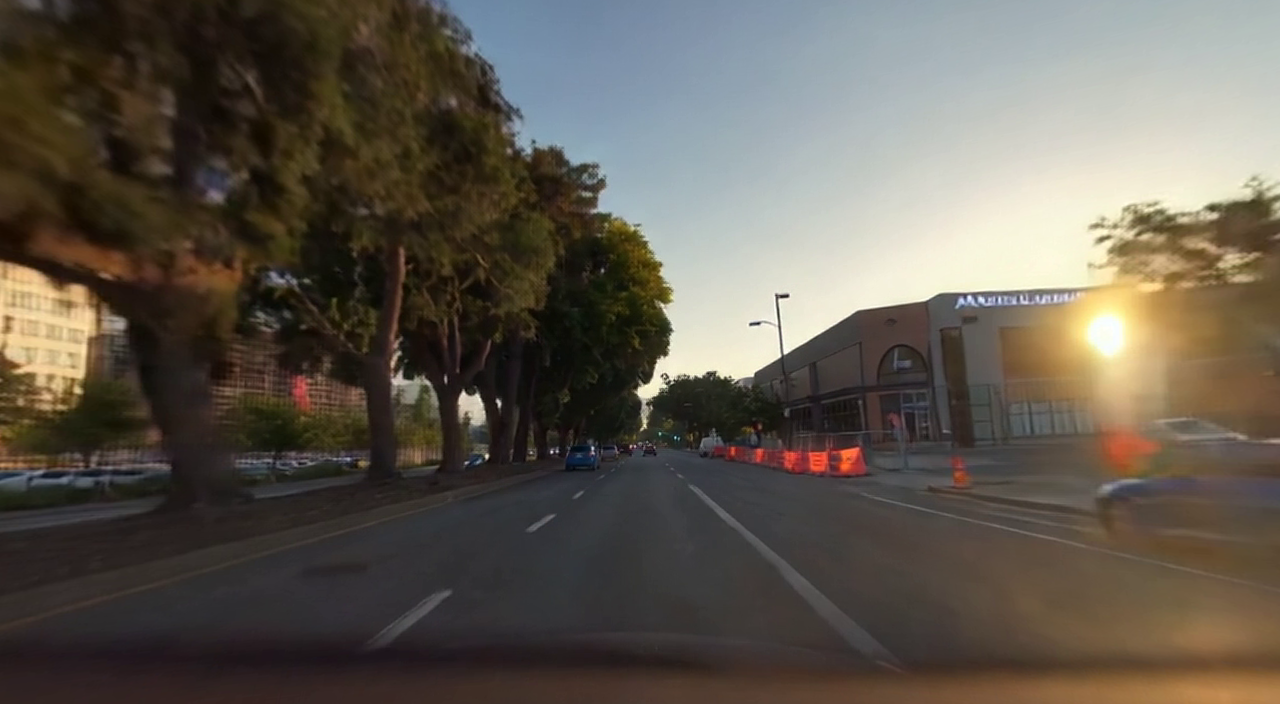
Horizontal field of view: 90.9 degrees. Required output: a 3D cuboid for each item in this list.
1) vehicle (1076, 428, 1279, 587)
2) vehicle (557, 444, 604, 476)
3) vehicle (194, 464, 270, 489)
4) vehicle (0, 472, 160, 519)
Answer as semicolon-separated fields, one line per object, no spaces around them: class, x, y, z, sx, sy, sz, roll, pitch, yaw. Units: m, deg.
vehicle;6.963;1.510;6.294;1.953;1.479;4.524;0;-8;0
vehicle;-2.879;5.314;31.328;1.926;1.442;4.231;0;-8;0
vehicle;-29.992;9.142;46.396;4.492;1.450;1.833;3;-11;-42
vehicle;-22.094;5.620;25.168;1.955;1.447;4.911;0;-8;0
